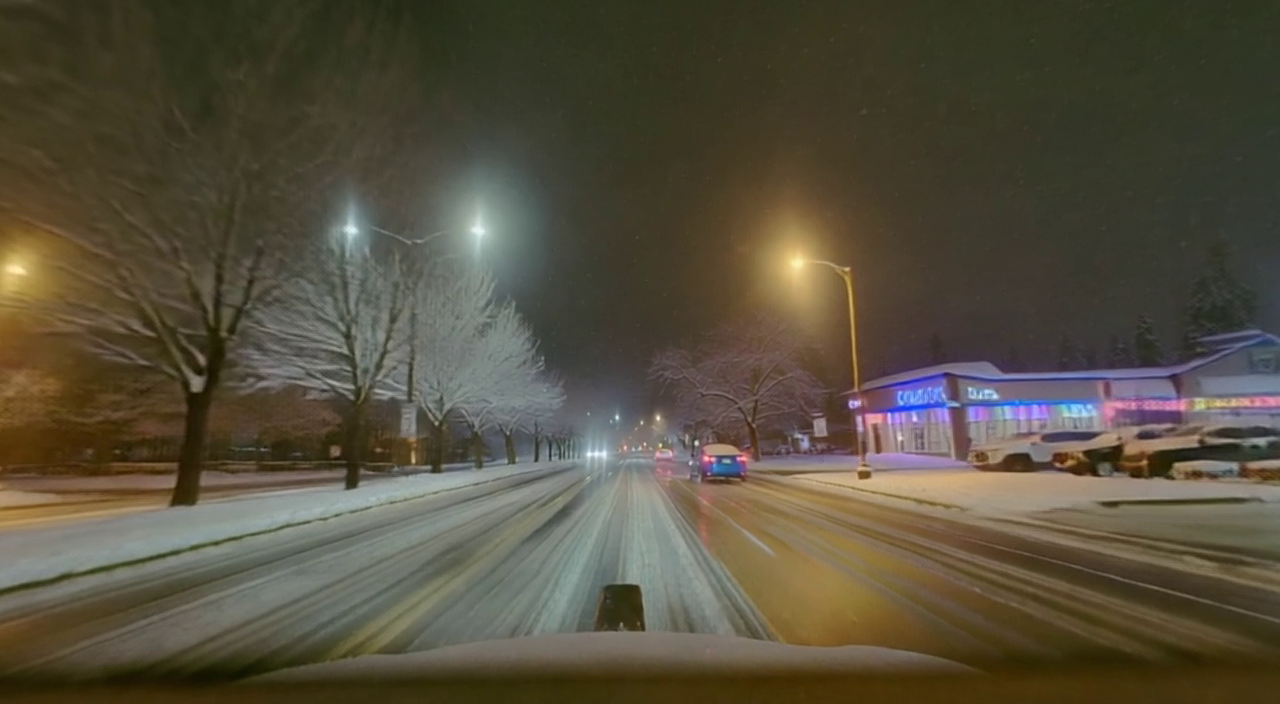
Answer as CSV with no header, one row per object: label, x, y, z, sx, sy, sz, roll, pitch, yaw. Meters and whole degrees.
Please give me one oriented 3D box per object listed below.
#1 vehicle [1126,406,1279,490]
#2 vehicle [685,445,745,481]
vehicle,16.164,2.423,16.025,5.749,1.961,2.230,0,-8,-1
vehicle,3.333,5.005,28.896,2.033,1.482,4.571,0,-8,-2
